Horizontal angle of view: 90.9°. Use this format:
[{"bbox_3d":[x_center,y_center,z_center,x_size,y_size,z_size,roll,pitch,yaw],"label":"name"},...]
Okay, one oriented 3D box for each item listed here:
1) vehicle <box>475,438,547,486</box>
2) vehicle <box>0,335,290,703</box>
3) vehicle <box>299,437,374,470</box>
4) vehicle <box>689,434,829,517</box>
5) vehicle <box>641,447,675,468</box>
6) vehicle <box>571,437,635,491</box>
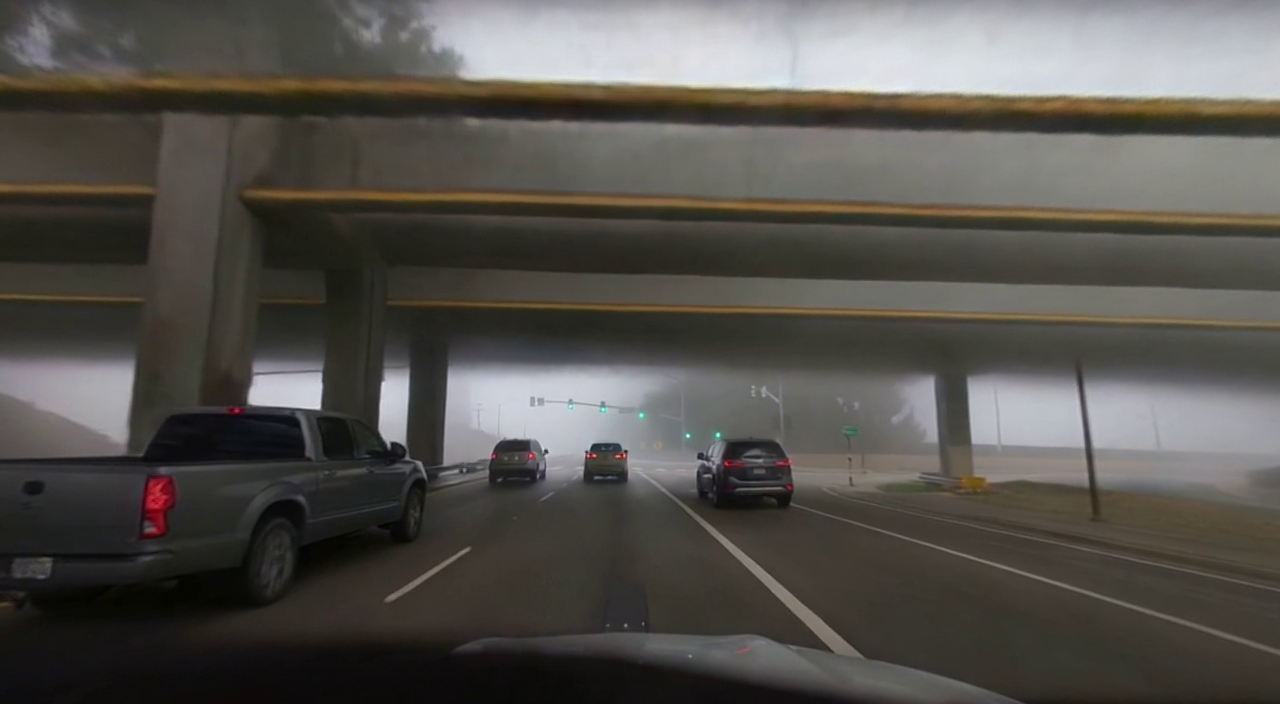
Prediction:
[{"bbox_3d":[-4.978,4.293,24.947,2.127,1.720,4.064,0,-8,-2],"label":"vehicle"},{"bbox_3d":[-4.087,0.853,3.121,2.074,1.814,4.596,0,-8,-1],"label":"vehicle"},{"bbox_3d":[-17.258,5.776,36.133,2.013,1.744,5.015,1,-8,-4],"label":"vehicle"},{"bbox_3d":[2.735,3.005,16.061,2.234,1.720,5.378,1,-8,-3],"label":"vehicle"},{"bbox_3d":[1.277,7.688,46.199,2.026,1.457,3.969,1,-8,-6],"label":"vehicle"},{"bbox_3d":[-1.287,3.958,22.558,2.097,1.748,3.794,0,-8,-2],"label":"vehicle"}]
